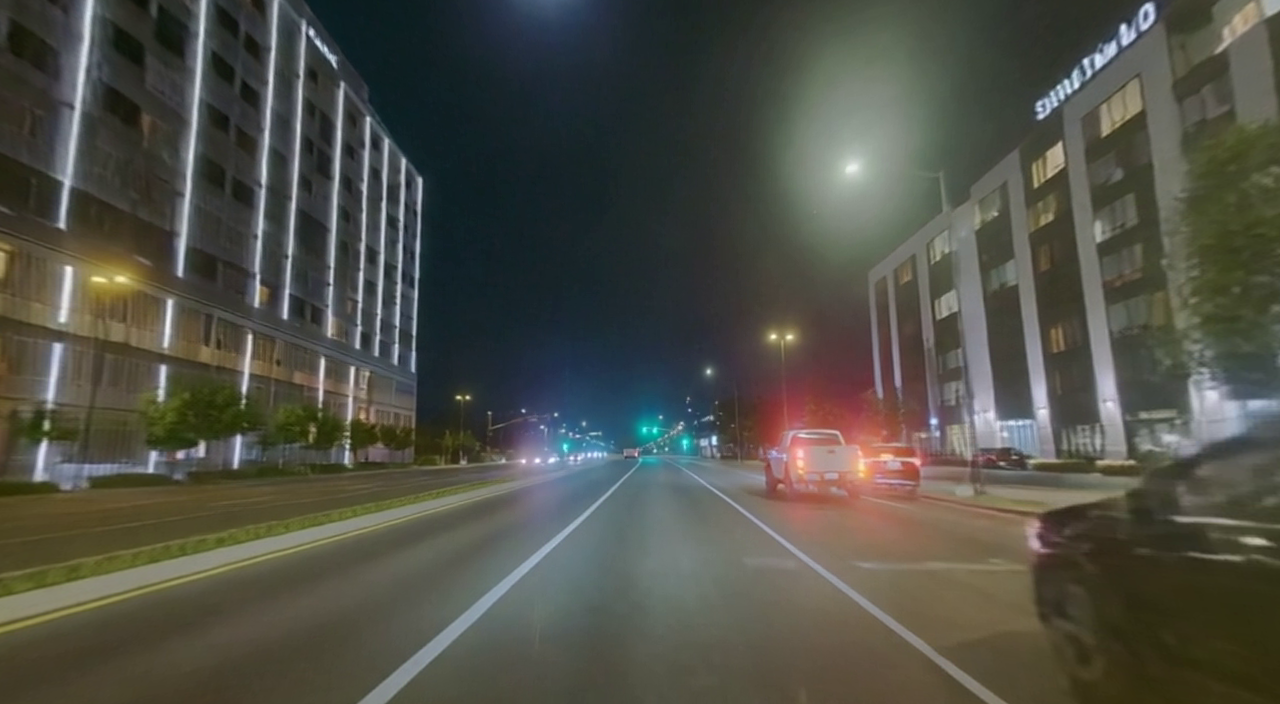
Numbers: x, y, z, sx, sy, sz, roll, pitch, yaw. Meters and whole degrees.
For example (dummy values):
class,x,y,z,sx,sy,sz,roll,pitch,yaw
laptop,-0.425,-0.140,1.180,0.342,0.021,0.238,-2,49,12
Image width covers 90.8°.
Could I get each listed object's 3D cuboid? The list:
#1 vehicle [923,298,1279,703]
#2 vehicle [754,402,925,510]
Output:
class,x,y,z,sx,sy,sz,roll,pitch,yaw
vehicle,3.127,0.735,2.044,2.130,1.787,5.126,0,-9,1
vehicle,5.015,2.781,17.203,2.723,2.409,5.869,0,-9,0
